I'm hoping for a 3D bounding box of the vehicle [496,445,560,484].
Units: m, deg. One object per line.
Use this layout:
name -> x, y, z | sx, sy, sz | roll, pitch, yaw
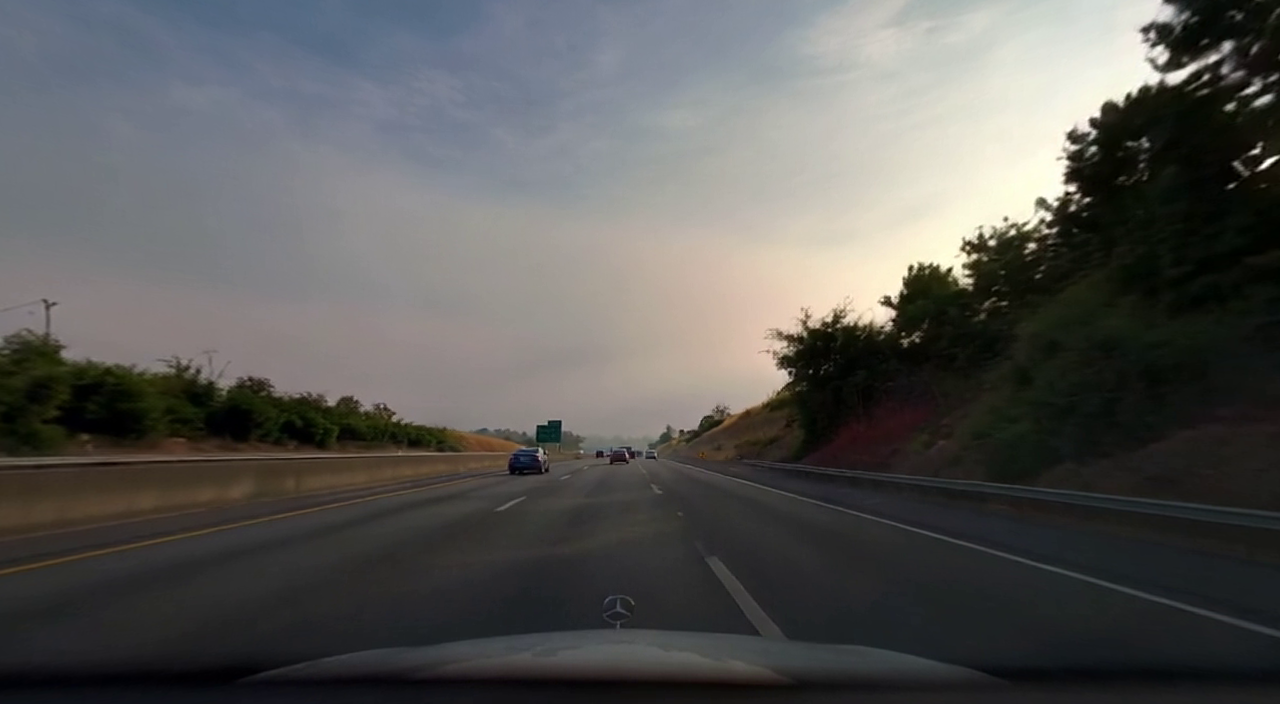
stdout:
vehicle -> -4.846, 4.939, 27.828 | 2.028, 1.563, 4.734 | 0, -9, -1
